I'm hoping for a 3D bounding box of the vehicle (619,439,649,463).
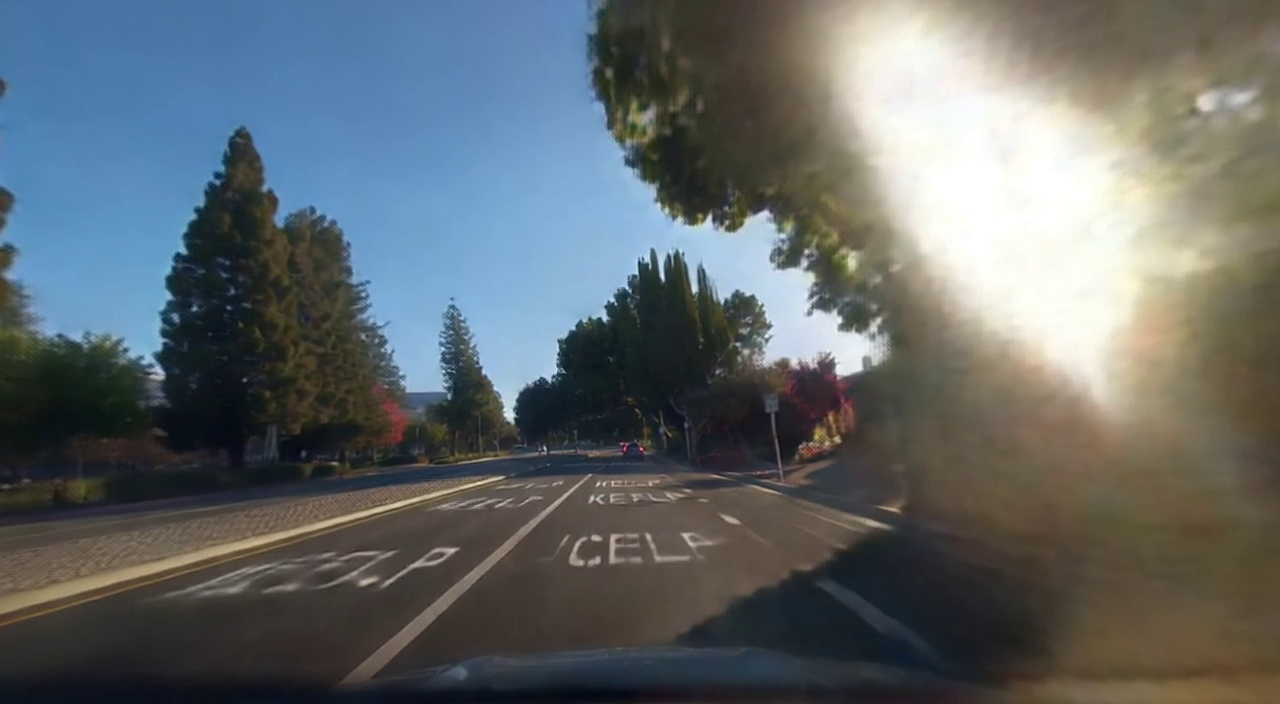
[{"bbox_3d":[-0.409,7.043,45.154,2.045,1.613,4.210,0,-8,-1],"label":"vehicle"}]
